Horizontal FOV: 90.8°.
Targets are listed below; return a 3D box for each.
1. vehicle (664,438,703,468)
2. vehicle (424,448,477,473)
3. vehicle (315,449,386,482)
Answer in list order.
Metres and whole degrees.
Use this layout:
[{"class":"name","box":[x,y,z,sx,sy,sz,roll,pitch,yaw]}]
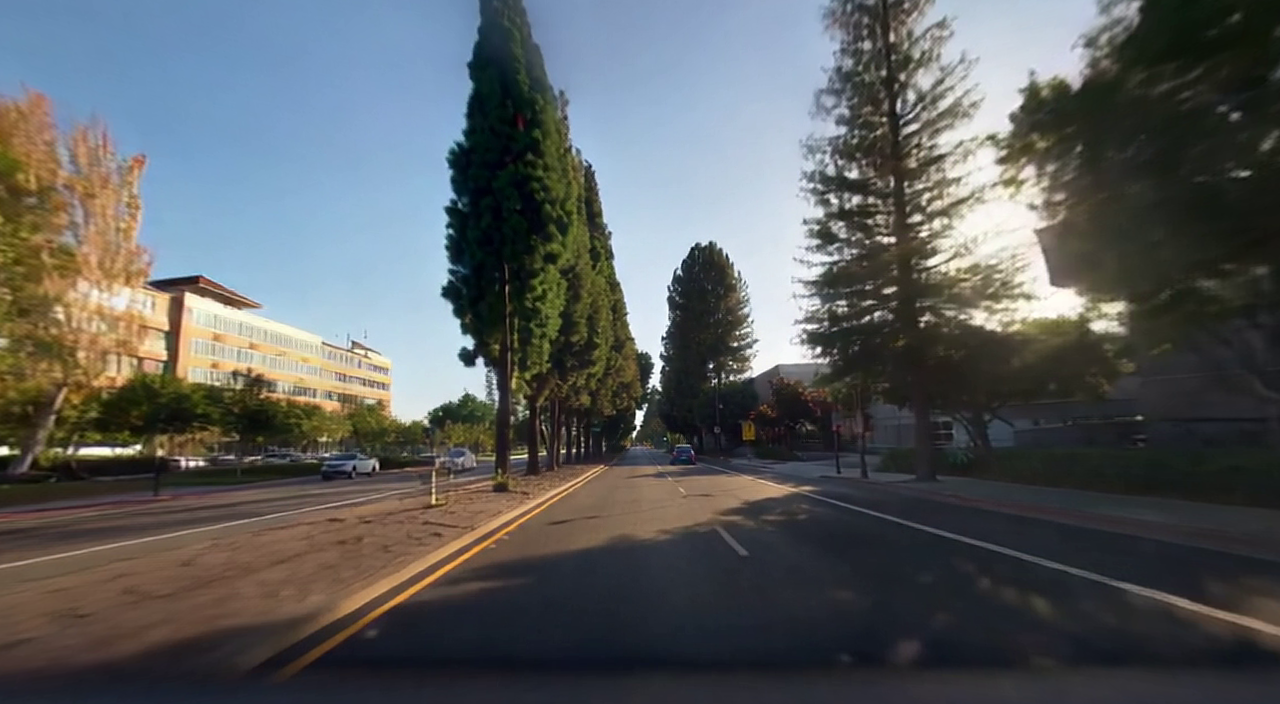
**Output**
[{"class":"vehicle","box":[2.818,6.668,41.961,2.085,1.828,5.383,0,-8,-1]},{"class":"vehicle","box":[-11.892,6.828,39.997,1.890,1.446,4.714,0,-9,0]},{"class":"vehicle","box":[-17.040,6.658,37.439,2.052,1.776,4.483,0,-8,0]}]
